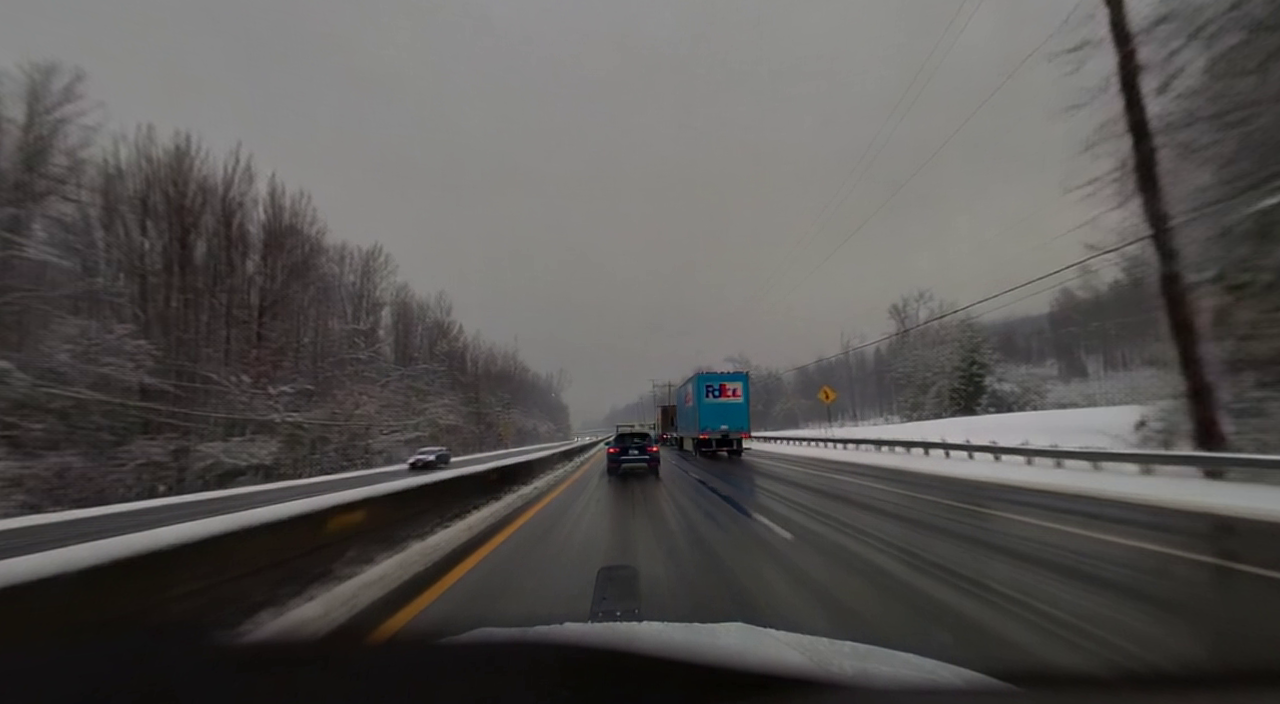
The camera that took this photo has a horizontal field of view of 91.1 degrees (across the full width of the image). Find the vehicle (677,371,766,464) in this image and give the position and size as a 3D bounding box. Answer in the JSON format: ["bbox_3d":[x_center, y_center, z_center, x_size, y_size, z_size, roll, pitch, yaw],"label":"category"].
[{"bbox_3d":[3.650,3.323,30.773,2.835,3.872,8.916,0,-8,-2],"label":"vehicle"}]

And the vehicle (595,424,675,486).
[{"bbox_3d":[-0.201,2.938,18.324,2.062,1.581,3.914,0,-8,-2],"label":"vehicle"}]
